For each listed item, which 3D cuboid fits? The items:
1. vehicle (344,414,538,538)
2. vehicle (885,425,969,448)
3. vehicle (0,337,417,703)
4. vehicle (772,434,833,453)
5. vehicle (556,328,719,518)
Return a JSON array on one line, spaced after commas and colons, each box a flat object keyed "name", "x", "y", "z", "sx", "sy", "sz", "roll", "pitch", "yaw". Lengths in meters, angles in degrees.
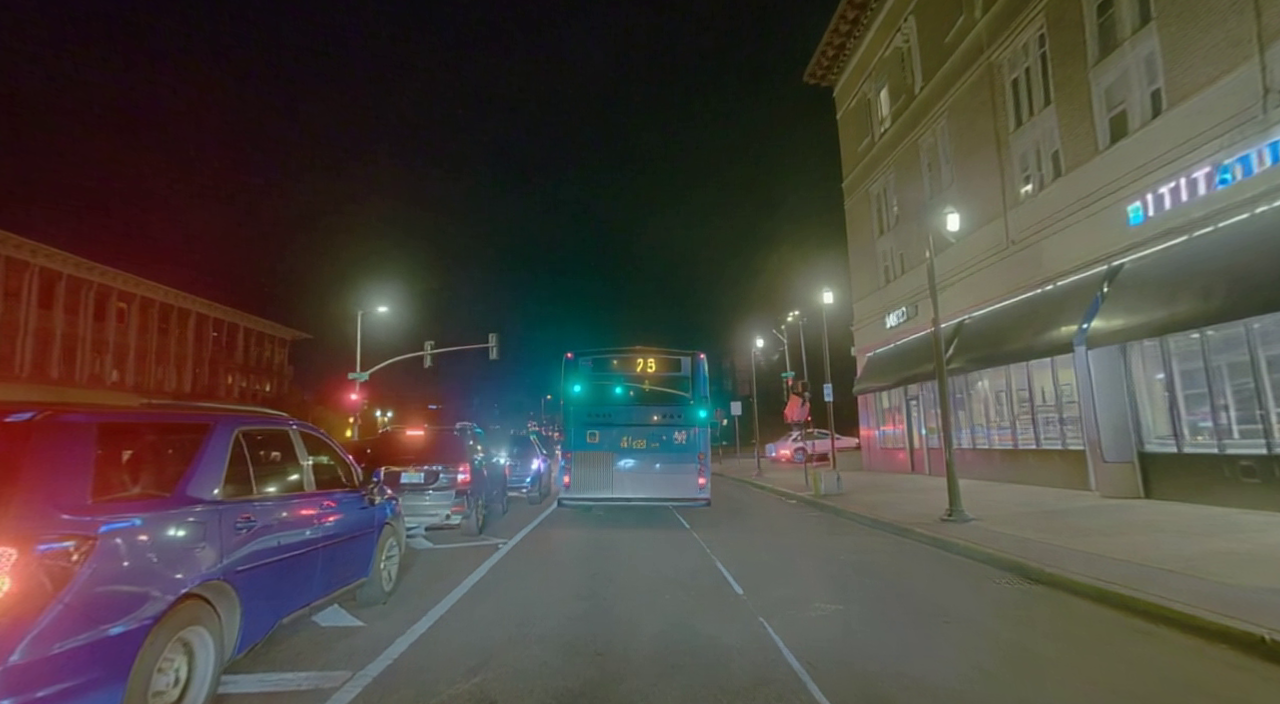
[{"name": "vehicle", "x": -3.345, "y": 2.198, "z": 11.787, "sx": 2.096, "sy": 1.828, "sz": 4.669, "roll": 0, "pitch": -8, "yaw": 0}, {"name": "vehicle", "x": 19.432, "y": 5.755, "z": 42.918, "sx": 4.774, "sy": 1.492, "sz": 1.802, "roll": 0, "pitch": -9, "yaw": -1}, {"name": "vehicle", "x": -3.212, "y": 1.093, "z": 3.980, "sx": 2.020, "sy": 1.725, "sz": 4.384, "roll": 0, "pitch": -8, "yaw": 0}, {"name": "vehicle", "x": 11.950, "y": 6.742, "z": 46.664, "sx": 3.949, "sy": 1.337, "sz": 1.738, "roll": 0, "pitch": -9, "yaw": -3}, {"name": "vehicle", "x": -0.297, "y": 2.005, "z": 16.560, "sx": 2.938, "sy": 3.468, "sz": 9.972, "roll": 0, "pitch": -9, "yaw": -3}]
